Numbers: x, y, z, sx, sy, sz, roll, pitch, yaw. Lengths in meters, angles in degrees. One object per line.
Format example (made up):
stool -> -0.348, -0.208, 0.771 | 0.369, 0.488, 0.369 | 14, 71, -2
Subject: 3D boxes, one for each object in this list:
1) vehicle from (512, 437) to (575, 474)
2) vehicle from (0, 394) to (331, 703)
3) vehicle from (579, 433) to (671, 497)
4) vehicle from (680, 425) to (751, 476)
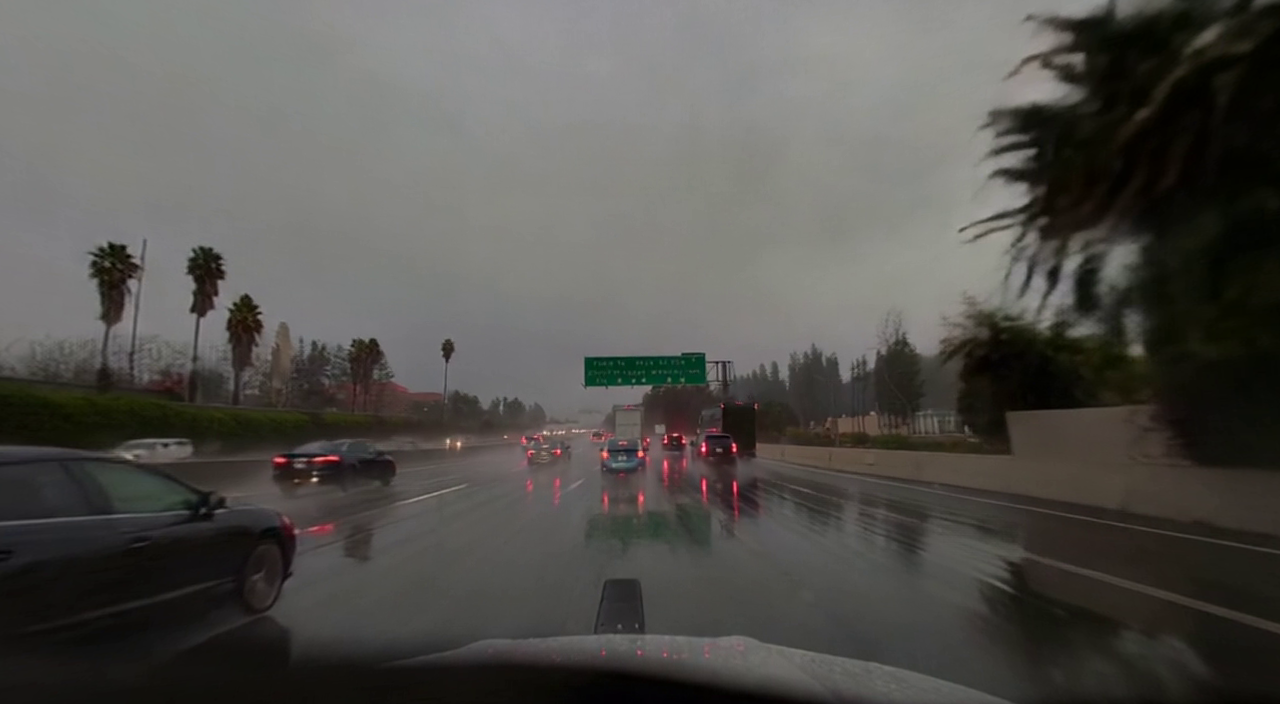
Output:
vehicle -> -4.004, 4.387, 26.860 | 1.998, 1.423, 4.436 | 0, -8, 0
vehicle -> -3.625, 0.981, 2.980 | 2.064, 1.475, 4.489 | 0, -8, 0
vehicle -> -0.350, 2.915, 16.649 | 2.136, 1.470, 3.971 | 0, -8, 0
vehicle -> 2.902, 3.945, 25.408 | 2.173, 1.870, 4.499 | 0, -8, -2
